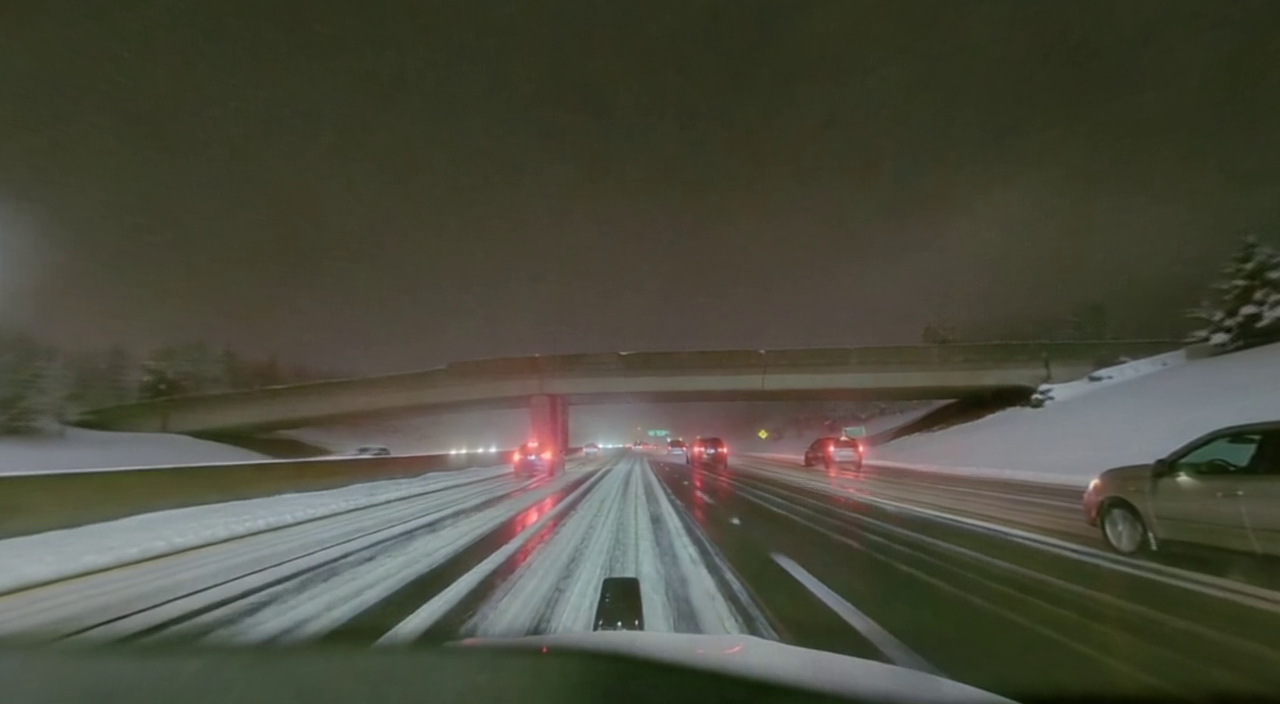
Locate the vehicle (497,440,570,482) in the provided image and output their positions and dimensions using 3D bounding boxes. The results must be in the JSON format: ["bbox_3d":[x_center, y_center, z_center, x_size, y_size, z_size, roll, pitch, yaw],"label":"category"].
[{"bbox_3d":[-4.114,4.296,25.173,1.997,1.476,4.703,0,-9,1],"label":"vehicle"}]

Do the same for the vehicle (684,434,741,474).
[{"bbox_3d":[3.401,4.904,30.404,2.072,1.761,4.242,0,-9,-2],"label":"vehicle"}]

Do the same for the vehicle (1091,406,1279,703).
[{"bbox_3d":[3.992,0.848,2.017,1.989,1.472,4.322,-1,-9,2],"label":"vehicle"}]

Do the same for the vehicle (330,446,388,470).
[{"bbox_3d":[-18.238,6.862,41.145,1.877,1.456,4.569,0,-9,-3],"label":"vehicle"}]
